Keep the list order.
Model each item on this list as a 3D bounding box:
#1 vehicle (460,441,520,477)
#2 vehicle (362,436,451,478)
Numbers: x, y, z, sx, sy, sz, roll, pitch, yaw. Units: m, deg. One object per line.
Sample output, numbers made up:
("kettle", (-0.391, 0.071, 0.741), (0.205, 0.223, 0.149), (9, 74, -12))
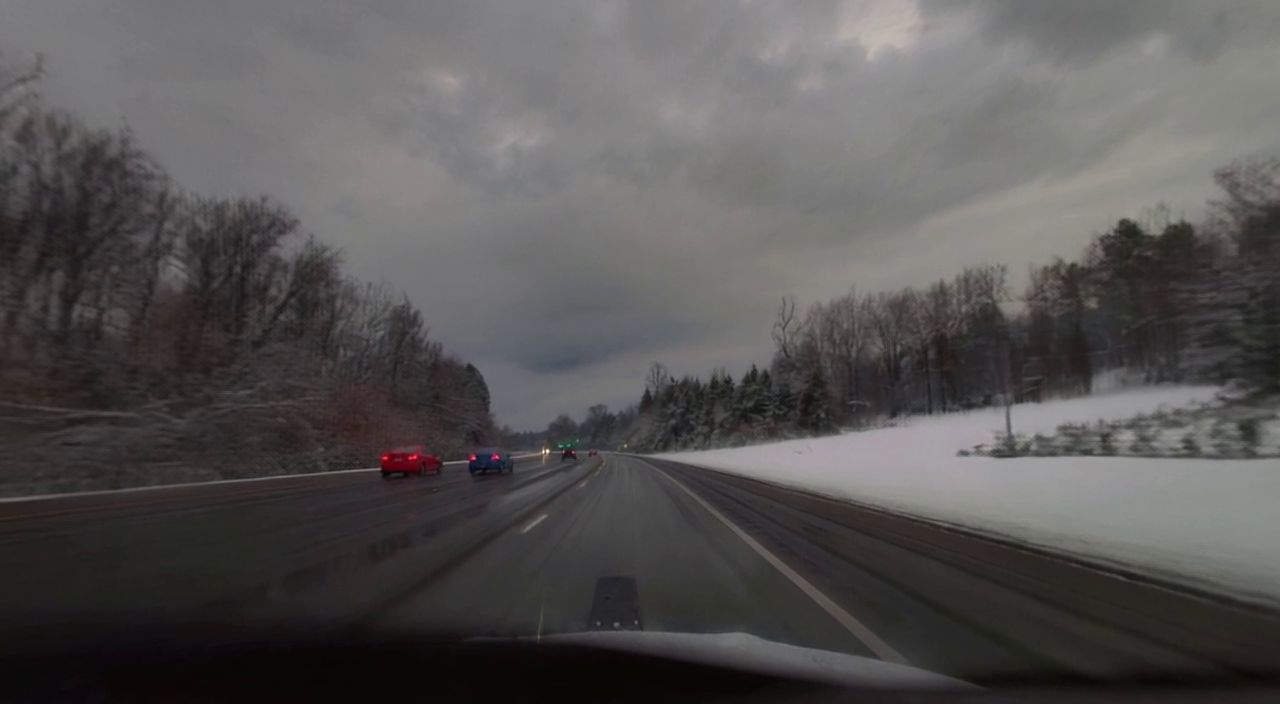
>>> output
("vehicle", (-7.599, 5.476, 32.365), (2.060, 1.680, 4.255), (0, -9, -1))
("vehicle", (-11.697, 5.306, 32.072), (2.425, 1.926, 5.584), (0, -9, -1))
